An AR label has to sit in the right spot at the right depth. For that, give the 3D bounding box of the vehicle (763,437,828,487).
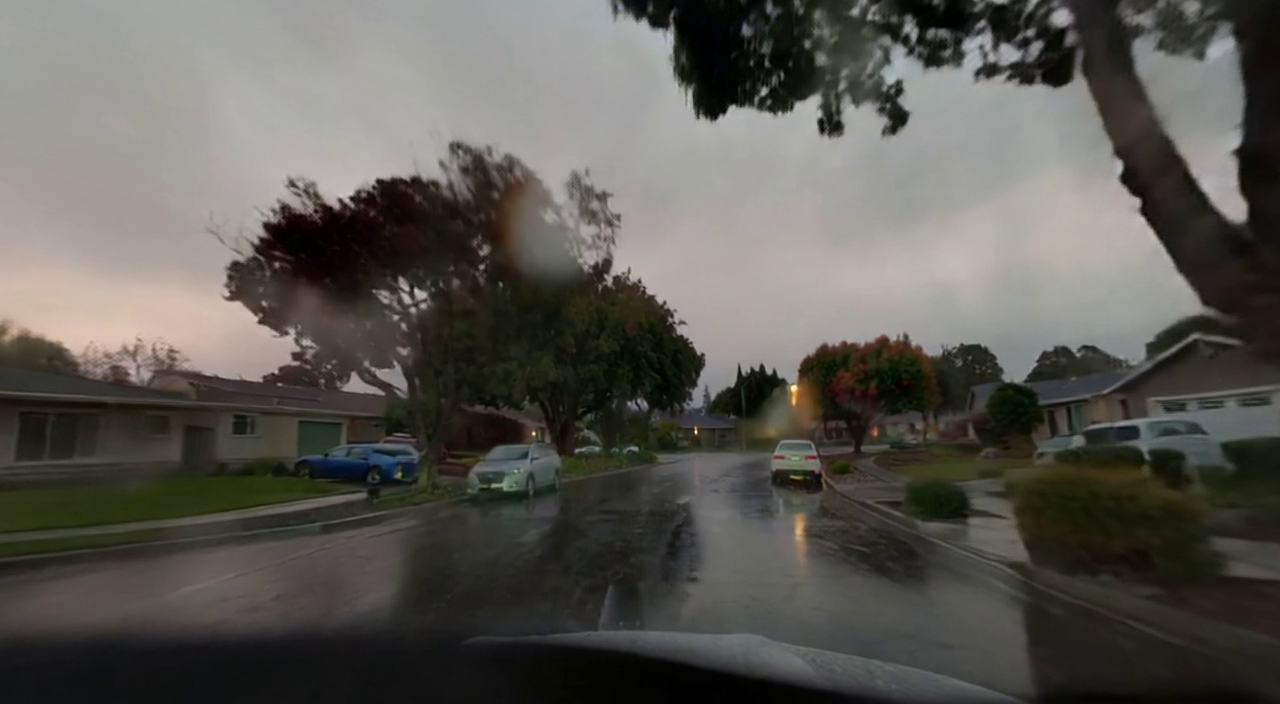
[{"bbox_3d":[5.865,4.095,23.817,2.075,1.657,4.648,-2,-9,14],"label":"vehicle"}]

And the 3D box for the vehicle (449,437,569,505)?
[{"bbox_3d":[-3.844,3.549,19.419,2.041,1.762,4.508,-4,-8,10],"label":"vehicle"}]
